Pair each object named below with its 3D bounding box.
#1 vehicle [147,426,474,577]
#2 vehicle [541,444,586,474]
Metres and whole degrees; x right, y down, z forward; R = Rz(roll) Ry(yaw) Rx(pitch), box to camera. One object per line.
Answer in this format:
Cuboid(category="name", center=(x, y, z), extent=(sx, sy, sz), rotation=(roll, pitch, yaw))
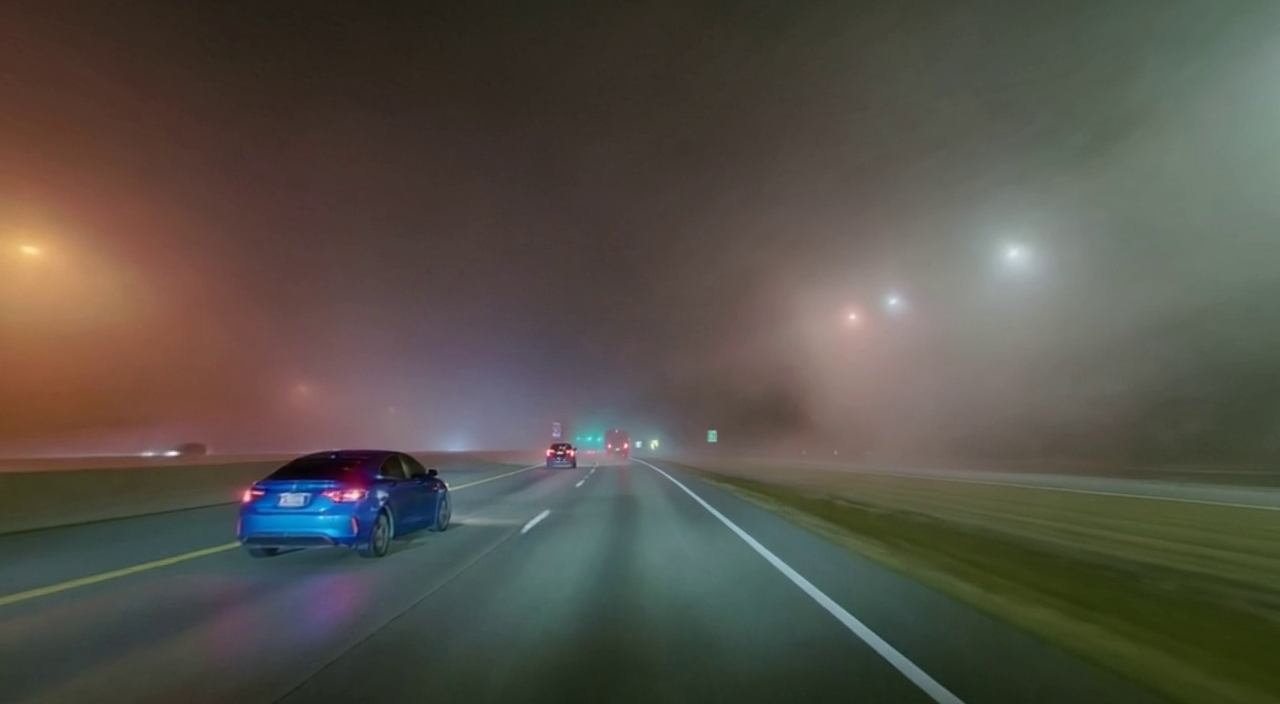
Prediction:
Cuboid(category="vehicle", center=(-3.975, 1.878, 8.782), extent=(2.012, 1.510, 4.672), rotation=(0, -9, 0))
Cuboid(category="vehicle", center=(-3.978, 5.615, 33.287), extent=(1.965, 1.459, 4.145), rotation=(0, -9, -2))
